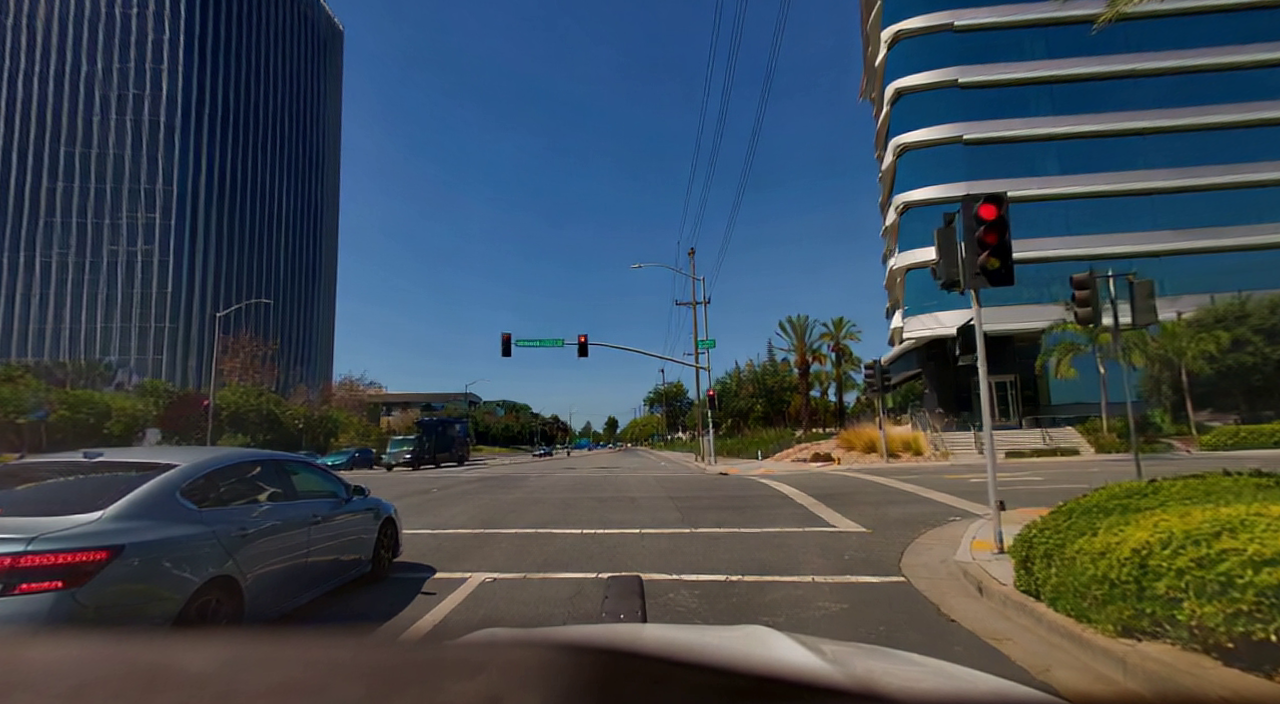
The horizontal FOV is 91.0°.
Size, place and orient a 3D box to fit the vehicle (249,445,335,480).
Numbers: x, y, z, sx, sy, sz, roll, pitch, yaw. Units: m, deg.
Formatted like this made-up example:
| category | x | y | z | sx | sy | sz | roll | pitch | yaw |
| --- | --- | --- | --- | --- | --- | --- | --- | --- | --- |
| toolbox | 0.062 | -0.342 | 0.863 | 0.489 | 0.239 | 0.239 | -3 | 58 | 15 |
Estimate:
| category | x | y | z | sx | sy | sz | roll | pitch | yaw |
| --- | --- | --- | --- | --- | --- | --- | --- | --- | --- |
| vehicle | -19.097 | 6.058 | 34.830 | 2.017 | 1.739 | 4.569 | 0 | -9 | 1 |

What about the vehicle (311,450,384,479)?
| category | x | y | z | sx | sy | sz | roll | pitch | yaw |
| --- | --- | --- | --- | --- | --- | --- | --- | --- | --- |
| vehicle | -15.368 | 5.924 | 33.294 | 1.875 | 1.389 | 3.784 | 0 | -9 | 3 |

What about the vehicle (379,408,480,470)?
| category | x | y | z | sx | sy | sz | roll | pitch | yaw |
| --- | --- | --- | --- | --- | --- | --- | --- | --- | --- |
| vehicle | -15.082 | 6.499 | 46.491 | 3.014 | 3.949 | 11.279 | 0 | -9 | 3 |
